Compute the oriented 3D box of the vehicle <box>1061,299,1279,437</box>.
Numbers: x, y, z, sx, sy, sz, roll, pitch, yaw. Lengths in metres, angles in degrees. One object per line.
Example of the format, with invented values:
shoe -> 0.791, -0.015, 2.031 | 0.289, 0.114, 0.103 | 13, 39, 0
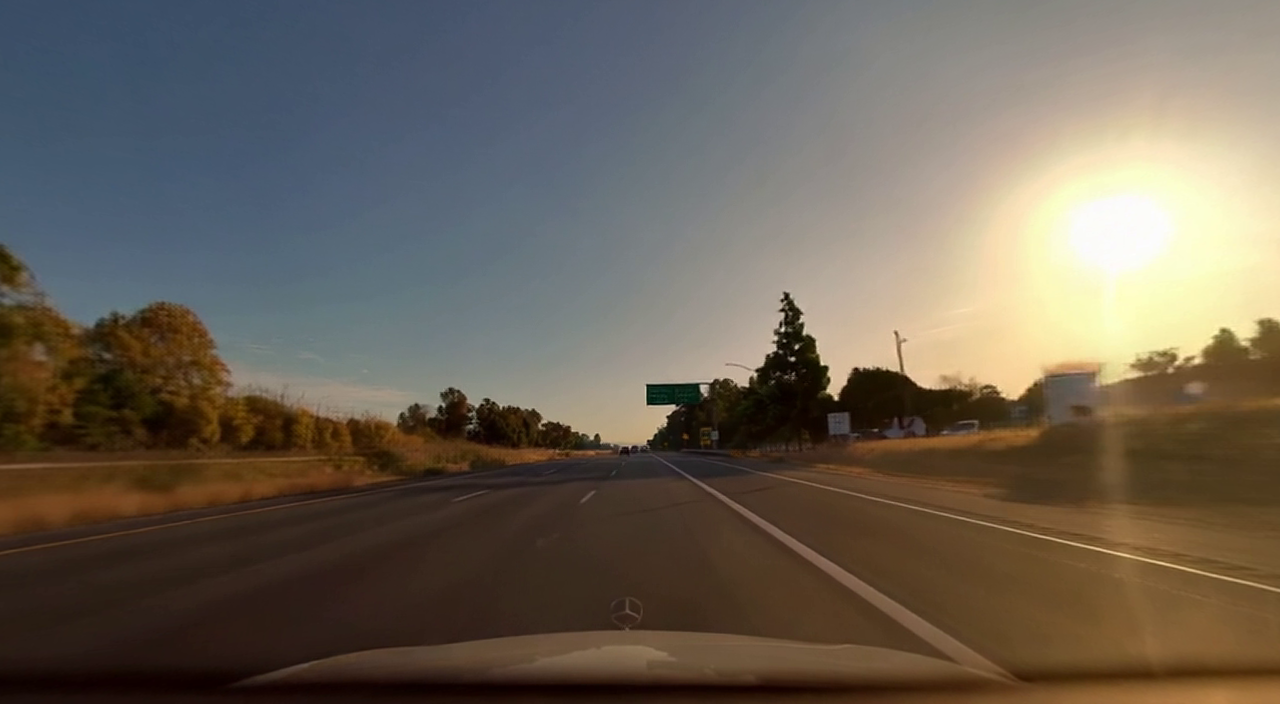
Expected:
vehicle -> 17.056, 0.874, 19.381 | 2.821, 3.355, 7.583 | 0, -8, -1
